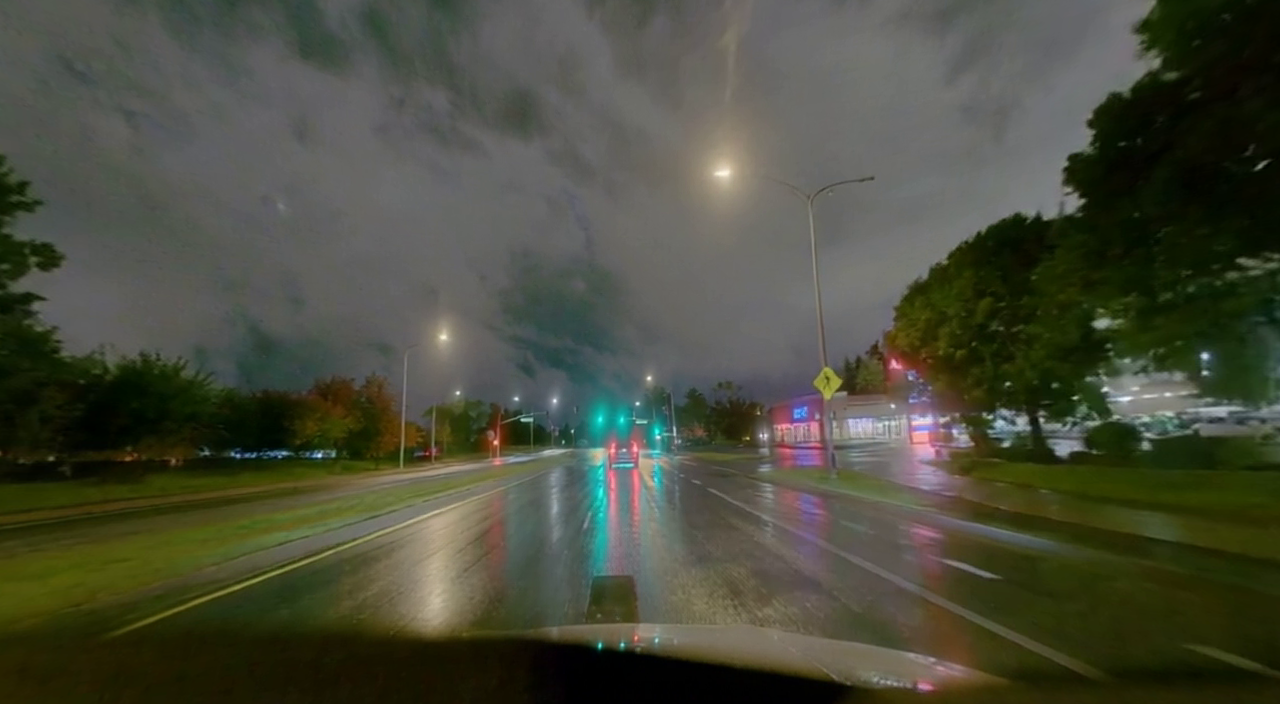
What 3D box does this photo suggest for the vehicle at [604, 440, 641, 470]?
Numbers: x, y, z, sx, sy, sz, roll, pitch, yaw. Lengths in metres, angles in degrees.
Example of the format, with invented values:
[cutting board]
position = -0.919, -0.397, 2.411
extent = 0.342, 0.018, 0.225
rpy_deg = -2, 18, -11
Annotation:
[vehicle]
position = -1.013, 6.012, 37.117
extent = 2.024, 1.628, 4.774
rpy_deg = 0, -8, -1
